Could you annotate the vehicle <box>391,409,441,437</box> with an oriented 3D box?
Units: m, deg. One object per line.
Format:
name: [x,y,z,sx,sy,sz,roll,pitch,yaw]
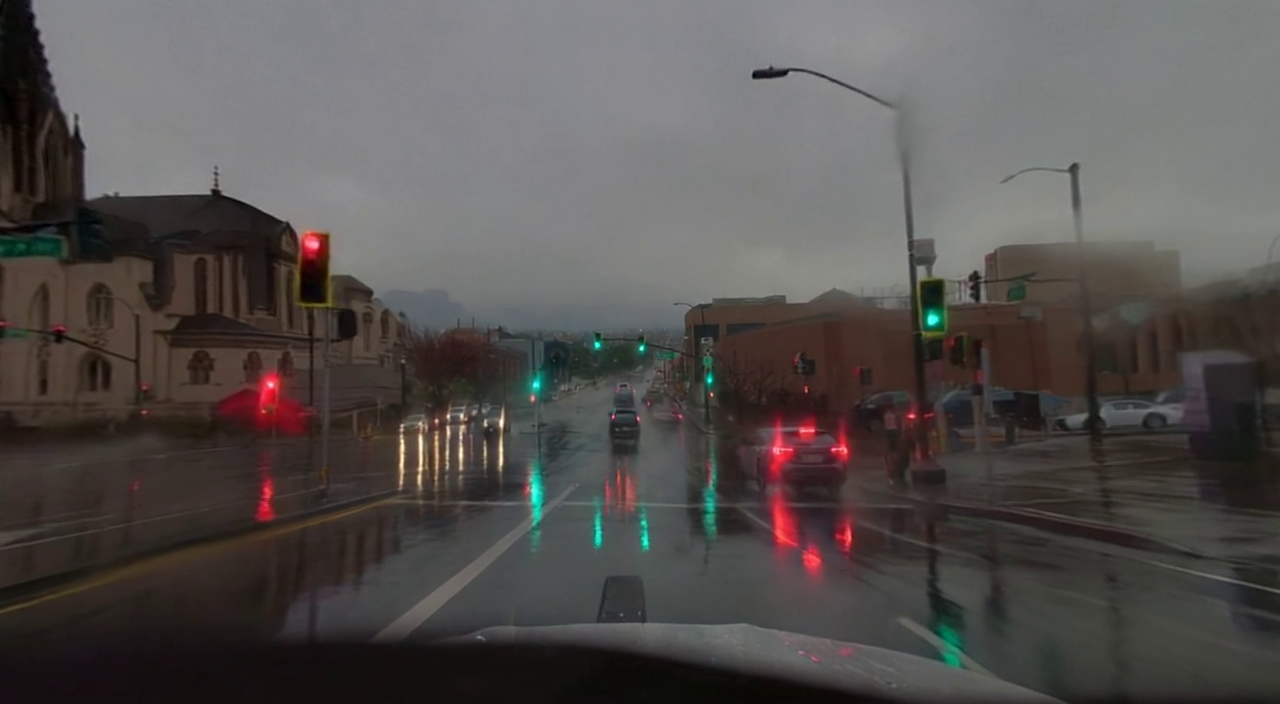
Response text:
vehicle: [-16.639,5.379,47.190,1.969,1.896,5.404,1,-9,-3]

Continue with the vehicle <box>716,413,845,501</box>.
vehicle: [3.400,2.553,16.293,2.080,1.735,4.650,3,-5,-2]

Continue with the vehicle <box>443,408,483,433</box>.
vehicle: [-13.663,5.352,48.990,2.069,1.790,4.358,1,-9,-3]

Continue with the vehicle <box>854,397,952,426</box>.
vehicle: [14.564,3.307,35.172,4.488,1.475,2.083,0,-8,-3]

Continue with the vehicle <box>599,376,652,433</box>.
vehicle: [-1.050,3.267,39.413,2.930,3.209,8.154,0,-5,-3]

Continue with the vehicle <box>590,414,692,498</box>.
vehicle: [-0.034,2.440,15.566,2.168,1.776,4.135,0,-6,-2]

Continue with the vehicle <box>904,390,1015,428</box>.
vehicle: [16.310,2.895,32.386,4.512,1.734,2.143,-2,-4,-4]
